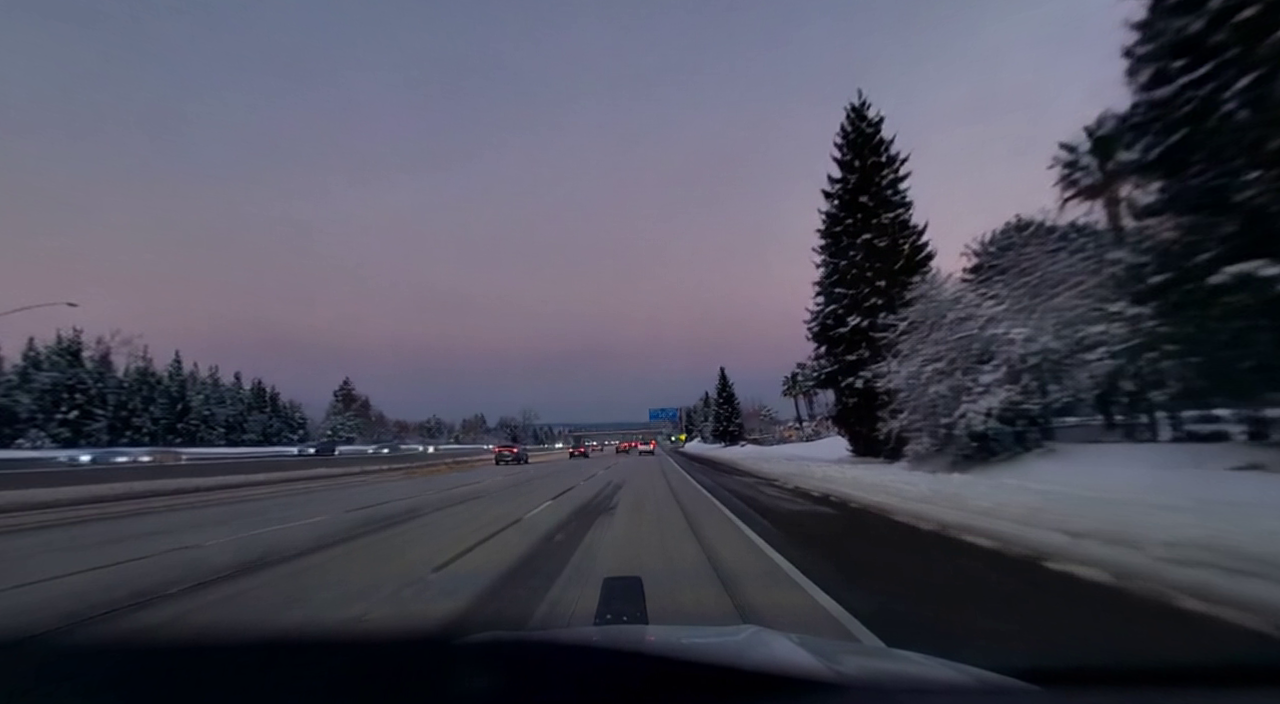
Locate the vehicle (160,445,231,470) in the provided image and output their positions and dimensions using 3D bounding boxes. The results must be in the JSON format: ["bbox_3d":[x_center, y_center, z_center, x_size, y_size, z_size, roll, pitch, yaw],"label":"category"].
[{"bbox_3d":[-31.836,7.528,45.284,1.976,1.608,4.327,-1,-8,0],"label":"vehicle"}]

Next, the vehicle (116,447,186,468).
[{"bbox_3d":[-35.388,7.589,45.736,1.828,1.420,4.153,0,-9,-1],"label":"vehicle"}]
